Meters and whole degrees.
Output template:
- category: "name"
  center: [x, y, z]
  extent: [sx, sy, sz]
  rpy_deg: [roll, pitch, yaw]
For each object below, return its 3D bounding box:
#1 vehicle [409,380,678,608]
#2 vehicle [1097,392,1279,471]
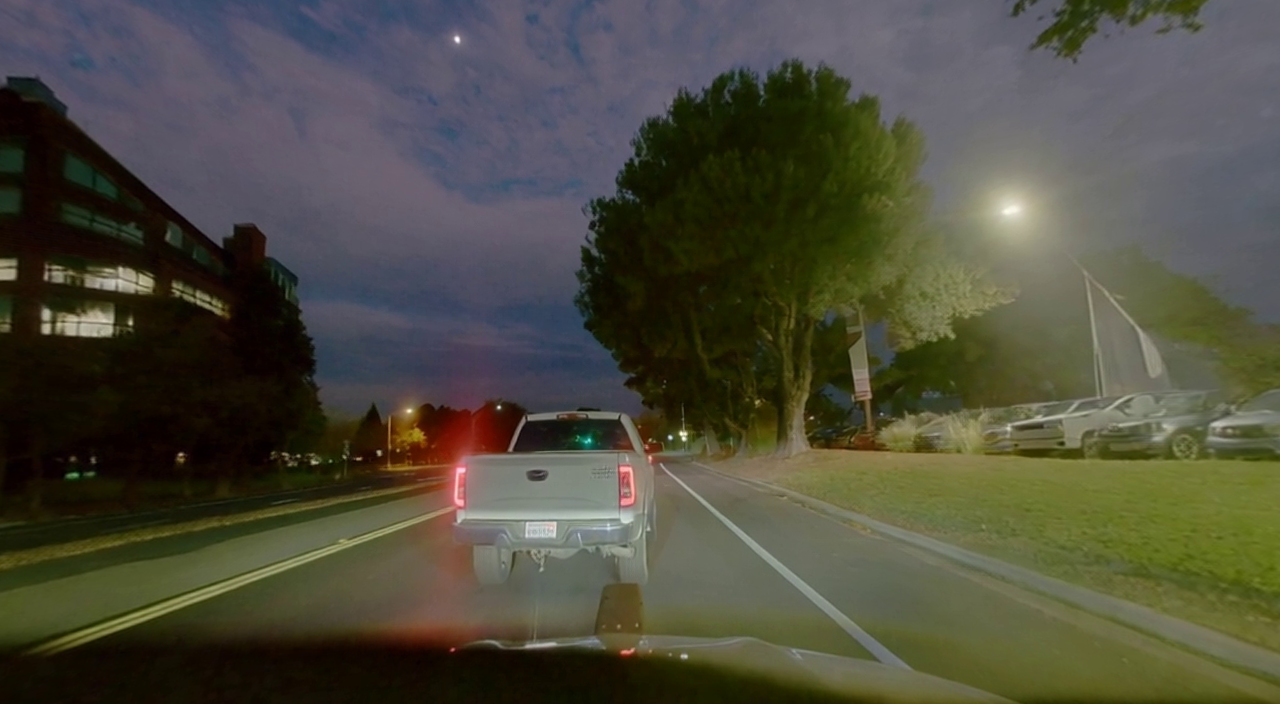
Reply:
- category: "vehicle"
  center: [-0.702, 1.507, 7.670]
  extent: [2.157, 1.816, 5.039]
  rpy_deg: [0, -8, 2]
- category: "vehicle"
  center: [11.865, 1.545, 12.330]
  extent: [4.298, 1.392, 1.944]
  rpy_deg: [-1, -8, 2]
